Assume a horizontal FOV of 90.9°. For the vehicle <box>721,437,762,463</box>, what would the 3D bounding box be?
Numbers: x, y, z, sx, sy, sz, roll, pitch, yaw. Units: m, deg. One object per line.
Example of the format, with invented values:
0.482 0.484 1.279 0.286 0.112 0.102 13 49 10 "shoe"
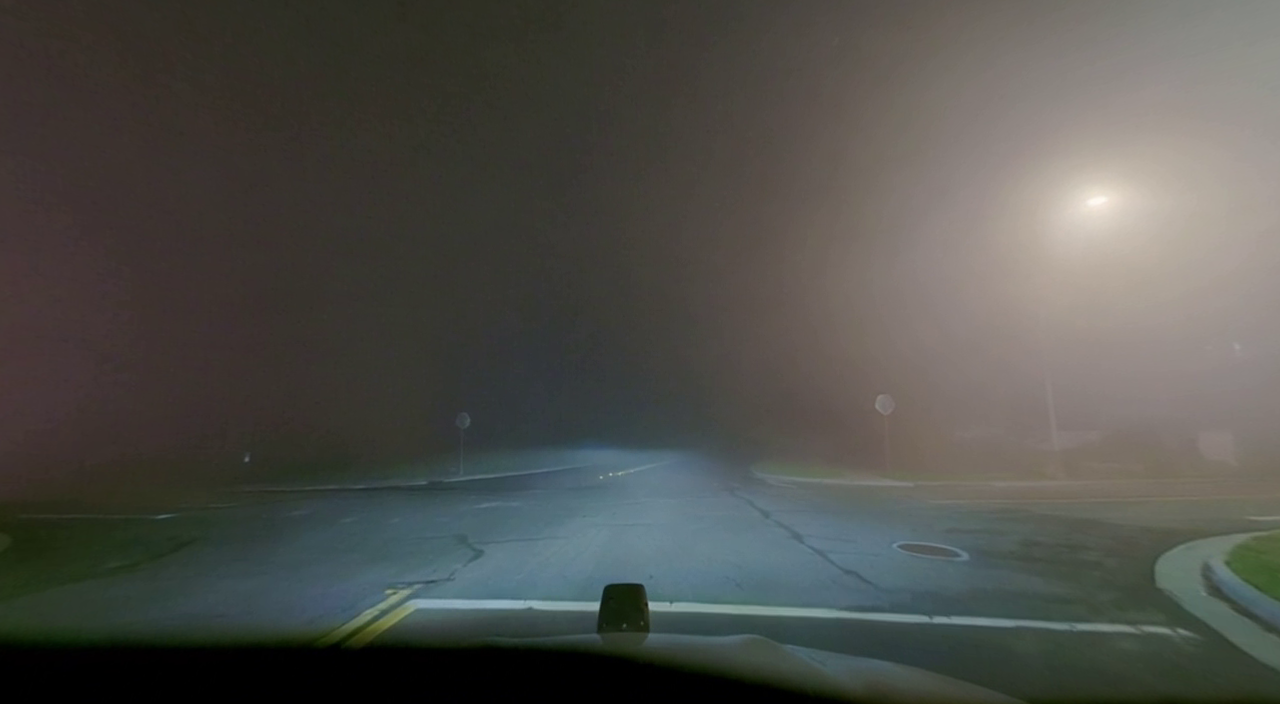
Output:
8.083 7.712 49.736 2.258 1.947 4.762 -3 -9 20 "vehicle"
